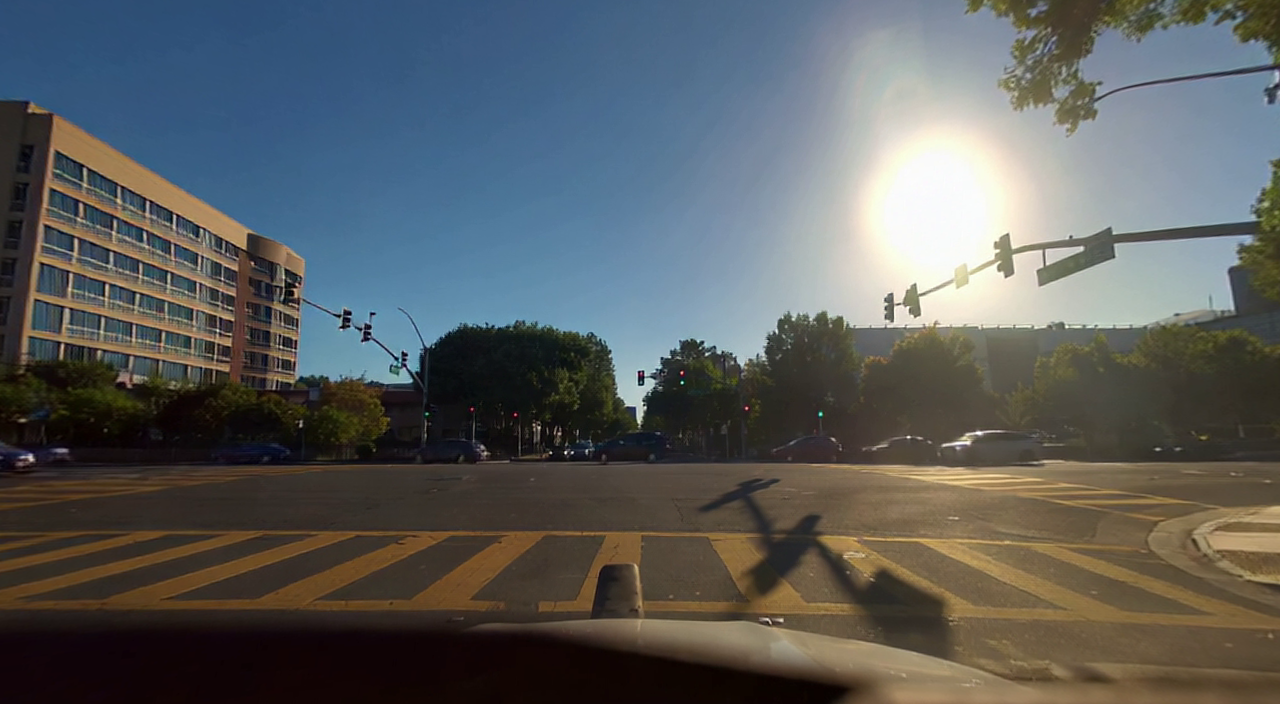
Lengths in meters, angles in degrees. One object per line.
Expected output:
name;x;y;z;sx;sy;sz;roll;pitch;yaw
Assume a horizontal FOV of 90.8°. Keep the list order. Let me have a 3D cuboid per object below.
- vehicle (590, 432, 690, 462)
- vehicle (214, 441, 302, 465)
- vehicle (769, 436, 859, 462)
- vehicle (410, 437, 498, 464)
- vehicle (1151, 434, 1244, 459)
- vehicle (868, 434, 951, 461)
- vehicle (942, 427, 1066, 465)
vehicle;0.039;6.037;40.149;6.133;1.833;2.155;-1;-9;2
vehicle;-24.384;6.442;40.465;4.443;1.472;1.794;0;-9;0
vehicle;10.185;5.690;37.140;4.724;1.452;1.870;0;-9;1
vehicle;-10.773;5.737;36.830;4.519;1.476;1.767;0;-9;0
vehicle;35.454;6.031;40.235;4.100;1.509;1.853;0;-9;0
vehicle;17.313;6.145;40.727;4.488;1.667;1.869;0;-9;1
vehicle;17.596;4.565;30.707;4.662;1.764;2.064;0;-9;0
